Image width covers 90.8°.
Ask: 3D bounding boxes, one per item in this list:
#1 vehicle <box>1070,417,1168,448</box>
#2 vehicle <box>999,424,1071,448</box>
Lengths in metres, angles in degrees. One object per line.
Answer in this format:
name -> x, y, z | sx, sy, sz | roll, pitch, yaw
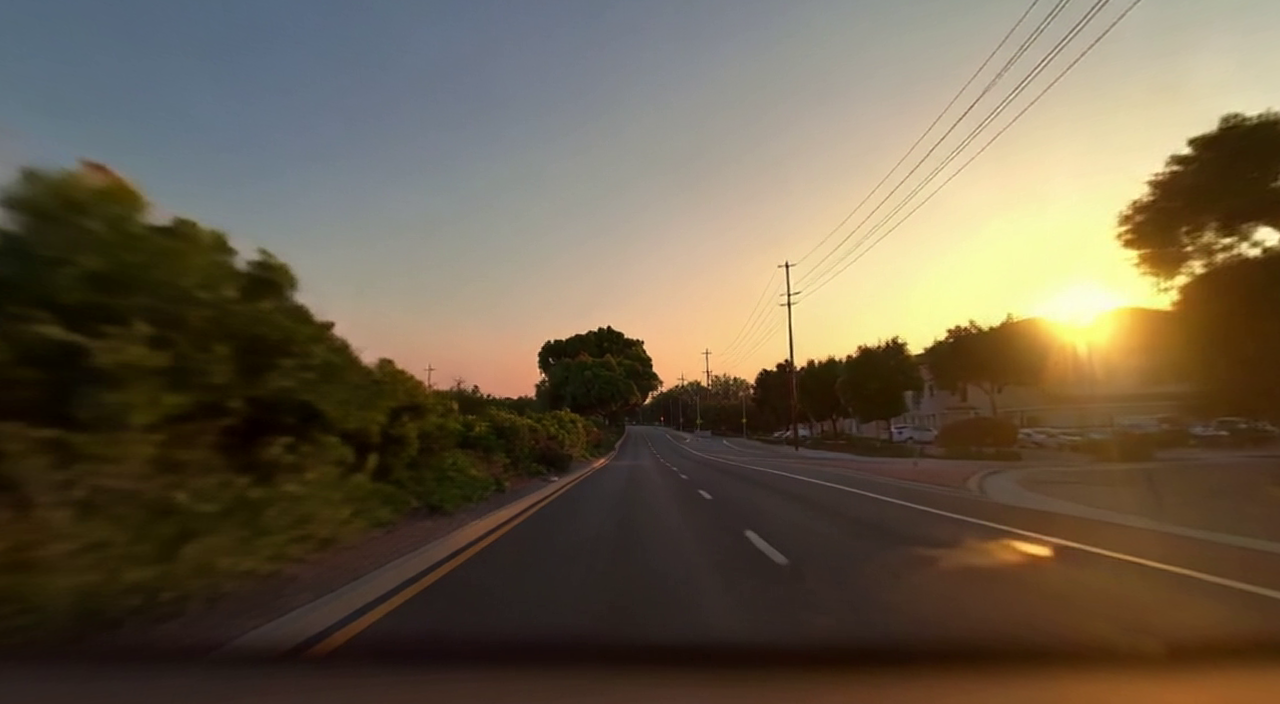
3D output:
vehicle -> 33.298, 5.694, 44.190 | 2.264, 2.032, 5.539 | 0, -8, -2
vehicle -> 28.488, 6.119, 45.780 | 1.868, 1.599, 4.741 | 1, -8, -4
